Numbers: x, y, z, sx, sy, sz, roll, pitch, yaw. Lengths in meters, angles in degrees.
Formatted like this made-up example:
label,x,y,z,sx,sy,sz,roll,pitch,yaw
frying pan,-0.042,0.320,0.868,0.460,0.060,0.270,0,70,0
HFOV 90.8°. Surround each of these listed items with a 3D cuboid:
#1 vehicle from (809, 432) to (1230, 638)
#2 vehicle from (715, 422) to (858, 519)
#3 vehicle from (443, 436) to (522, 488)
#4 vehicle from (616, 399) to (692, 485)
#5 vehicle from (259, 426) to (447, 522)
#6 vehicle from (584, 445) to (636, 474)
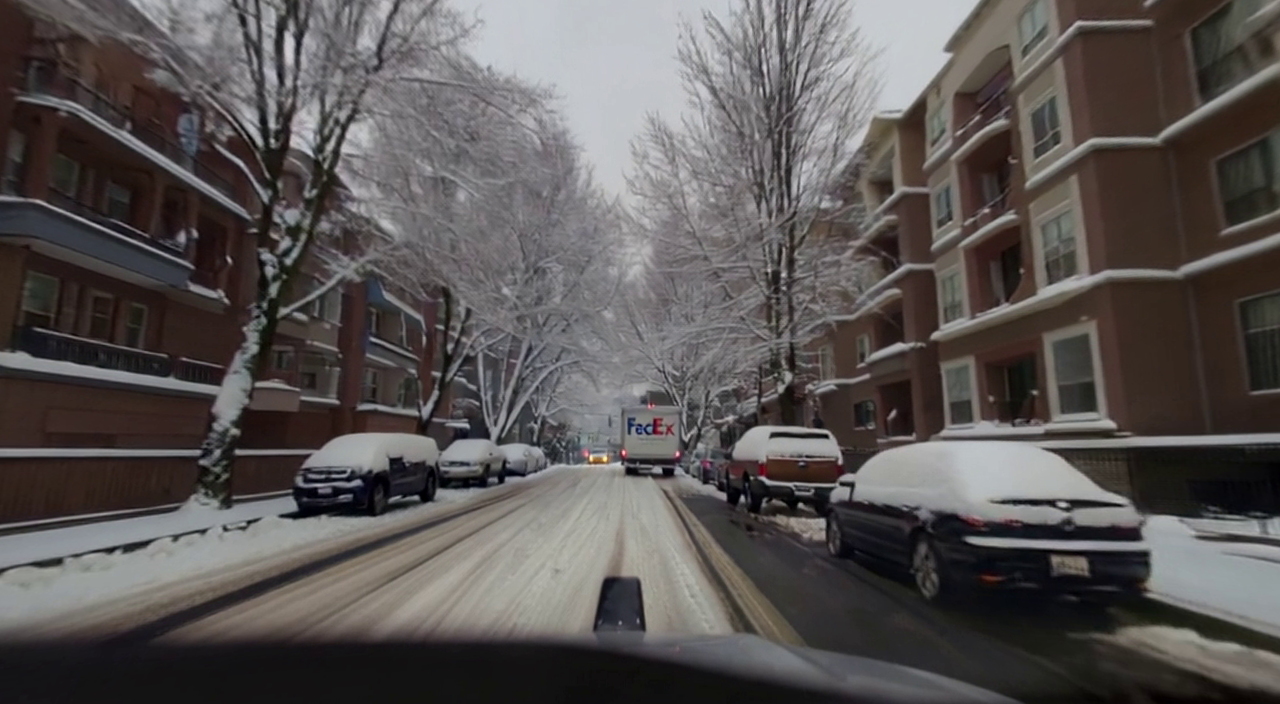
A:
label,x,y,z,sx,sy,sz,roll,pitch,yaw
vehicle,3.400,1.682,6.930,1.877,1.500,4.407,0,-8,0
vehicle,3.374,2.870,15.949,2.221,1.991,5.564,0,-8,-1
vehicle,-6.079,4.297,25.063,2.020,1.867,4.654,0,-8,-1
vehicle,0.441,4.087,28.585,2.930,3.275,8.180,0,-8,-2
vehicle,-5.971,2.584,13.882,2.089,1.757,4.256,0,-8,0
vehicle,-1.653,6.122,36.270,1.981,1.500,3.992,-2,-9,13
